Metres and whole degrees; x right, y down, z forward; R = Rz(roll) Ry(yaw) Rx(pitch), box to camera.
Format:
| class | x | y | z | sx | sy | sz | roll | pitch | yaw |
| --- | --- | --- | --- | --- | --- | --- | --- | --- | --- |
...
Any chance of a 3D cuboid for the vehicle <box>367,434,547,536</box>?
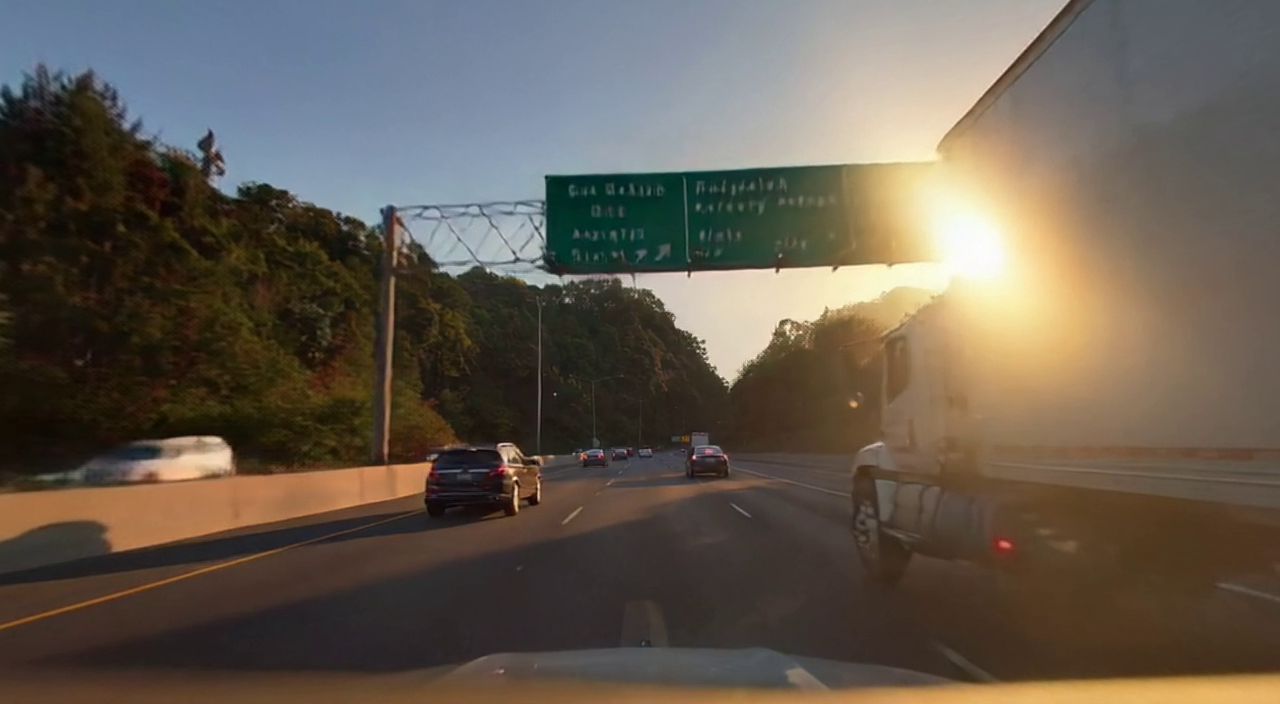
| class | x | y | z | sx | sy | sz | roll | pitch | yaw |
| --- | --- | --- | --- | --- | --- | --- | --- | --- | --- |
| vehicle | -3.267 | 2.471 | 12.515 | 1.974 | 1.589 | 5.047 | -1 | -8 | 1 |

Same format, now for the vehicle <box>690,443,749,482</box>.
| class | x | y | z | sx | sy | sz | roll | pitch | yaw |
| --- | --- | --- | --- | --- | --- | --- | --- | --- | --- |
| vehicle | 3.235 | 4.573 | 26.515 | 2.040 | 1.461 | 4.822 | -1 | -8 | 2 |

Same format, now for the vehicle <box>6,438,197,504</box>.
| class | x | y | z | sx | sy | sz | roll | pitch | yaw |
| --- | --- | --- | --- | --- | --- | --- | --- | --- | --- |
| vehicle | -19.619 | 4.317 | 23.466 | 2.324 | 2.129 | 5.351 | -1 | -8 | 1 |

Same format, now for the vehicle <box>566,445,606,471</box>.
| class | x | y | z | sx | sy | sz | roll | pitch | yaw |
| --- | --- | --- | --- | --- | --- | --- | --- | --- | --- |
| vehicle | -3.405 | 6.760 | 40.465 | 2.099 | 1.494 | 4.504 | -1 | -8 | 1 |

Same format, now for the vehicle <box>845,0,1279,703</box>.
| class | x | y | z | sx | sy | sz | roll | pitch | yaw |
| --- | --- | --- | --- | --- | --- | --- | --- | --- | --- |
| vehicle | 3.955 | -0.280 | 2.015 | 2.985 | 3.895 | 11.239 | -1 | -8 | 1 |
